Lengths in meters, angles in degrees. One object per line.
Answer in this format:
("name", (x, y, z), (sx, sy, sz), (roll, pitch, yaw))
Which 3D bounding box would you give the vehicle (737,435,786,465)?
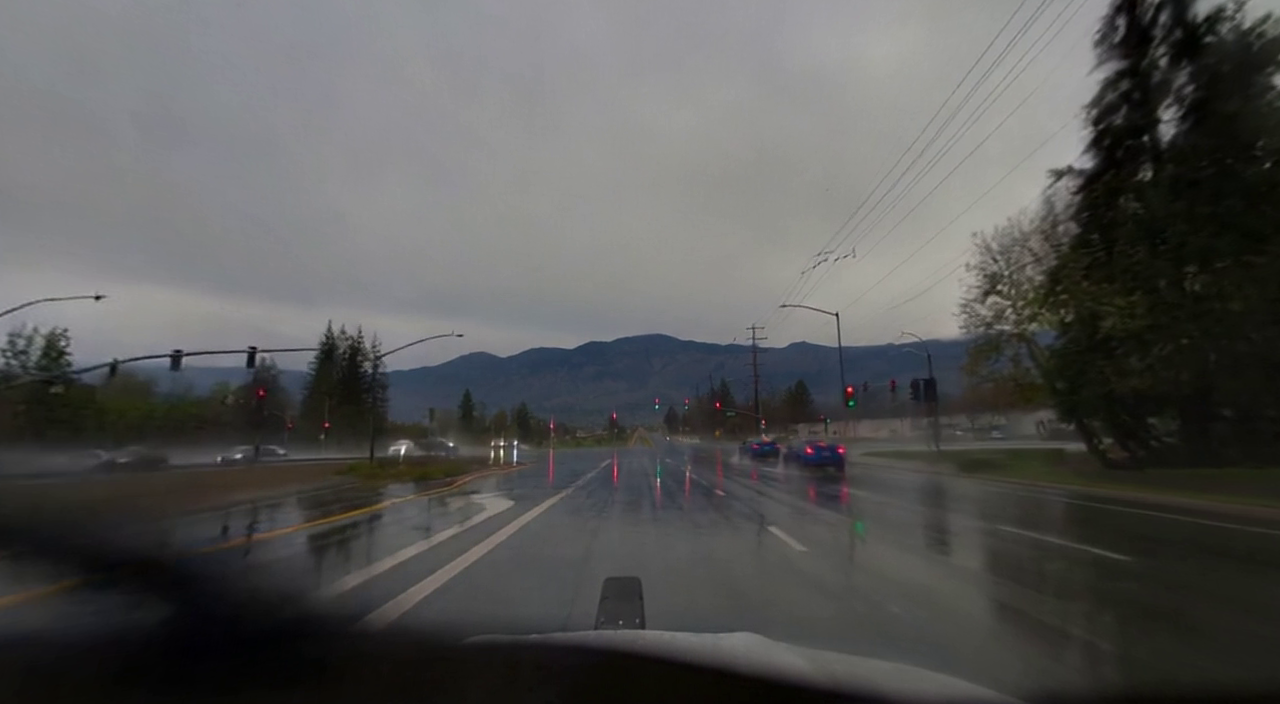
("vehicle", (6.911, 5.621, 36.426), (1.899, 1.570, 4.666), (0, -8, 0))

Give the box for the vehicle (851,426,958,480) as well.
("vehicle", (9.517, 3.677, 23.226), (1.977, 1.773, 4.646), (0, -8, 1))

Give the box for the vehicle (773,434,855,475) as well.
("vehicle", (6.946, 4.149, 25.805), (1.990, 1.480, 4.624), (0, -8, 0))
